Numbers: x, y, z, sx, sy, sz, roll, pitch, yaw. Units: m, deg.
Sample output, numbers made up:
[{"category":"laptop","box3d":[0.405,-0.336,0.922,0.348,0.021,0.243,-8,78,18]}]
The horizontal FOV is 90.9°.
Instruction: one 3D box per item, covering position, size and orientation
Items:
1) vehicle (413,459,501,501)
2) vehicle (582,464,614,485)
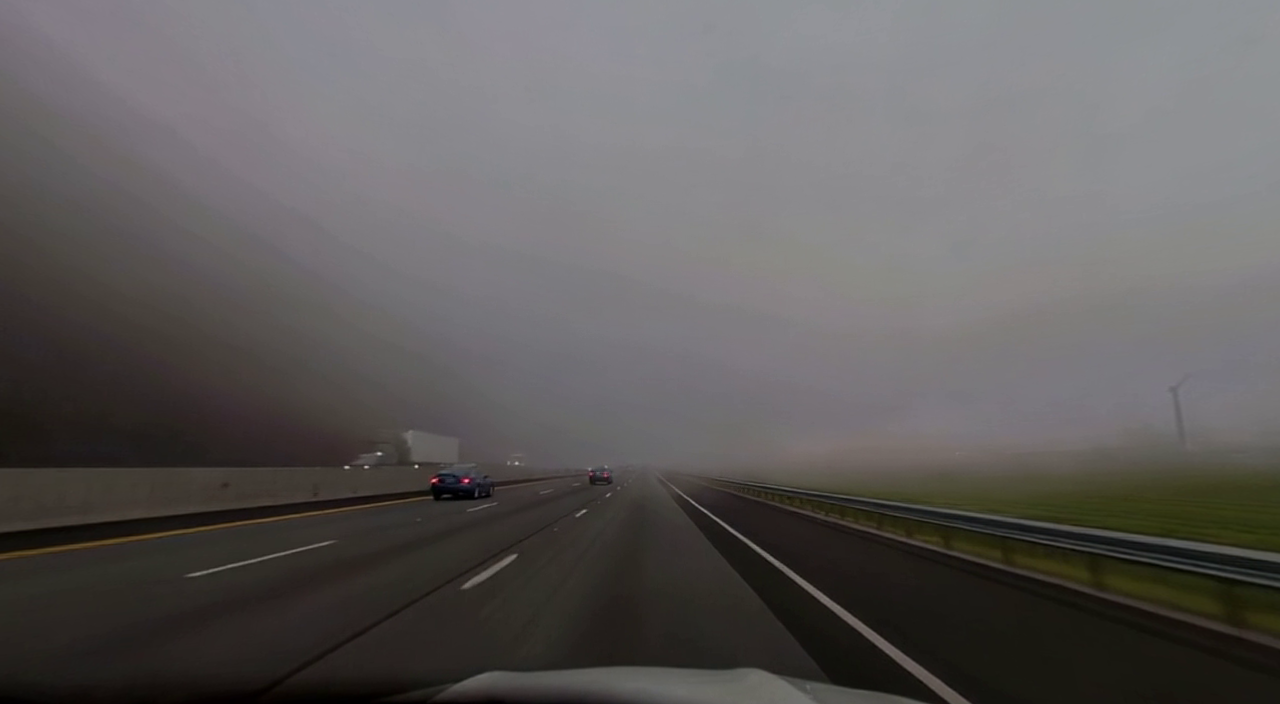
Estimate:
[{"category":"vehicle","box3d":[-7.109,5.029,25.014,1.956,1.451,4.674,1,-10,1]},{"category":"vehicle","box3d":[-3.153,9.384,48.503,2.039,1.505,4.843,1,-10,1]}]
